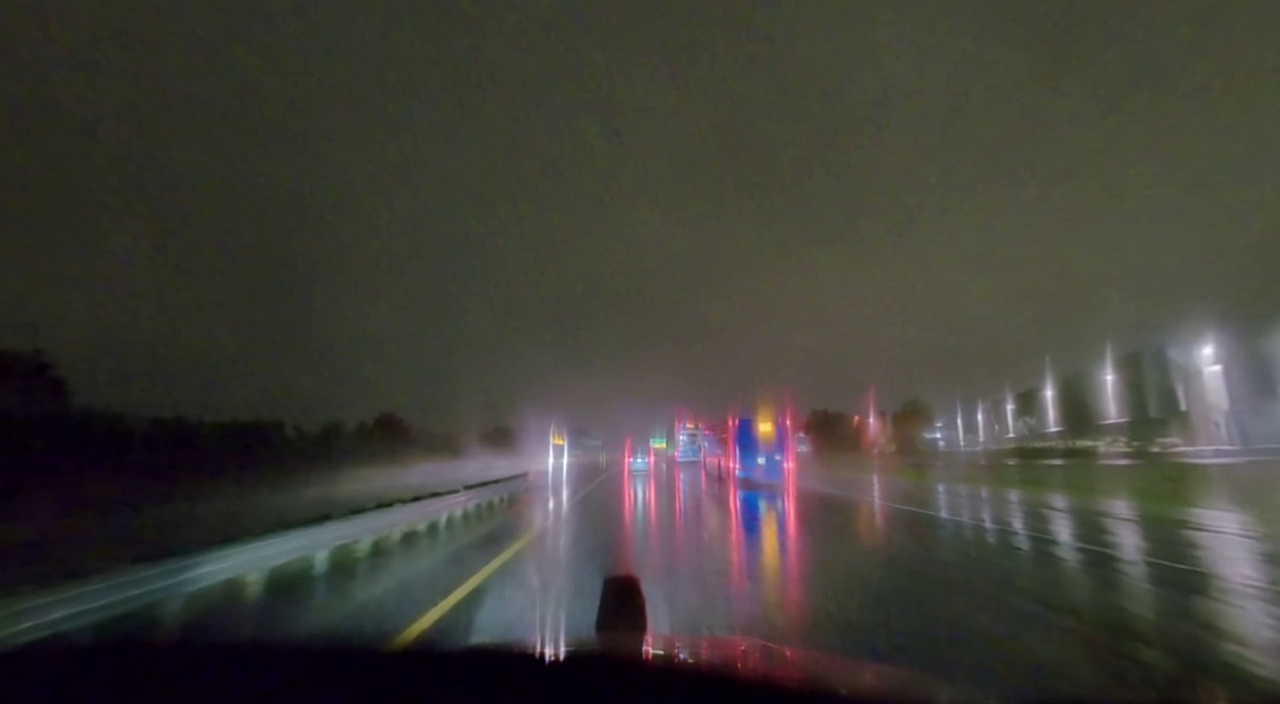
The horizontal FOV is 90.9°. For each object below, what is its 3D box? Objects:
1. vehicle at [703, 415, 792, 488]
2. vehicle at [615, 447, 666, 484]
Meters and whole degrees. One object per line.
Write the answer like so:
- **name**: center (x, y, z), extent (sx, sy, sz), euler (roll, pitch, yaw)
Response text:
- **vehicle**: center (4.100, 4.000, 25.347), extent (2.440, 2.555, 5.957), euler (0, -9, -1)
- **vehicle**: center (-0.016, 4.750, 26.598), extent (2.004, 1.449, 3.817), euler (0, -9, -1)
